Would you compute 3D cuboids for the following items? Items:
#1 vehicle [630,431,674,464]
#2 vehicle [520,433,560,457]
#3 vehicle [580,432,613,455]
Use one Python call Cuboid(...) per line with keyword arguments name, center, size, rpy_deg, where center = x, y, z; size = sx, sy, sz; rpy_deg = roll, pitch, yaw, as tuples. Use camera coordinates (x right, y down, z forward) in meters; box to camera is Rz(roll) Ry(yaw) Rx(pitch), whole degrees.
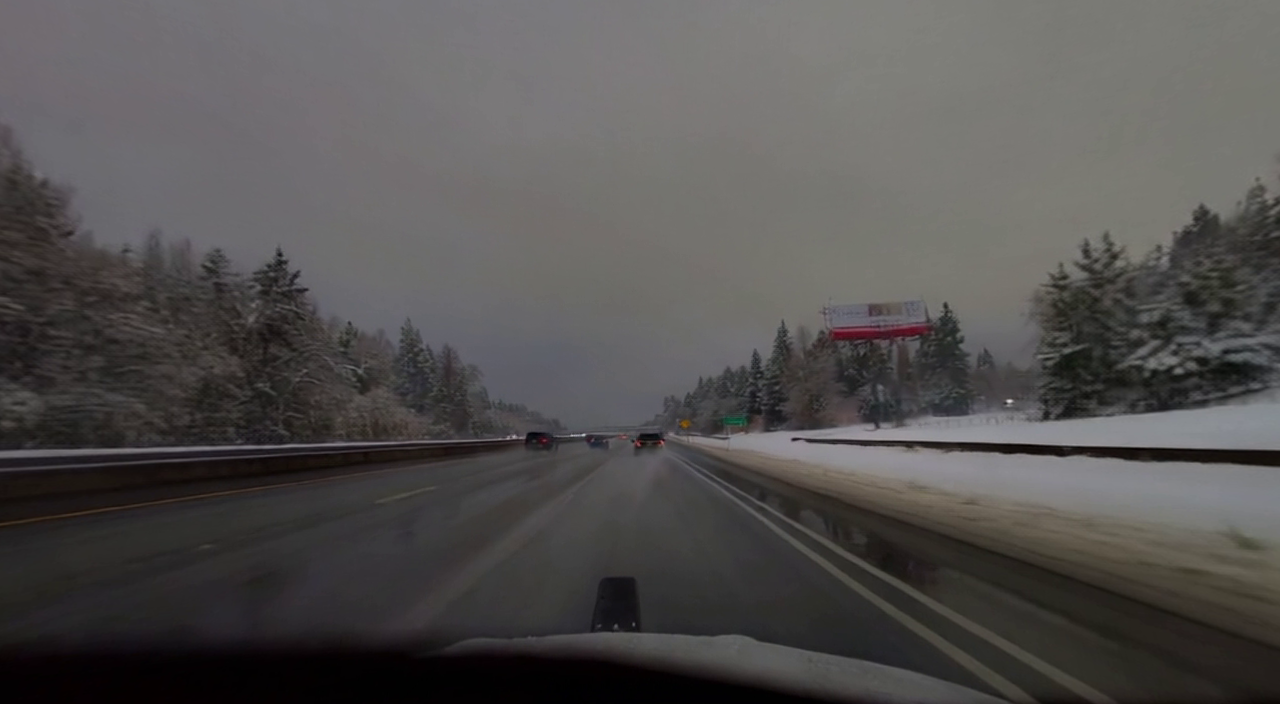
Cuboid(name="vehicle", center=(0.601, 5.152, 34.460), size=(2.240, 1.646, 4.949), rpy_deg=(0, -8, 0))
Cuboid(name="vehicle", center=(-6.943, 6.490, 44.148), size=(2.009, 1.537, 4.449), rpy_deg=(0, -8, 0))
Cuboid(name="vehicle", center=(-3.104, 6.649, 45.974), size=(2.103, 1.512, 4.155), rpy_deg=(0, -8, 1))
